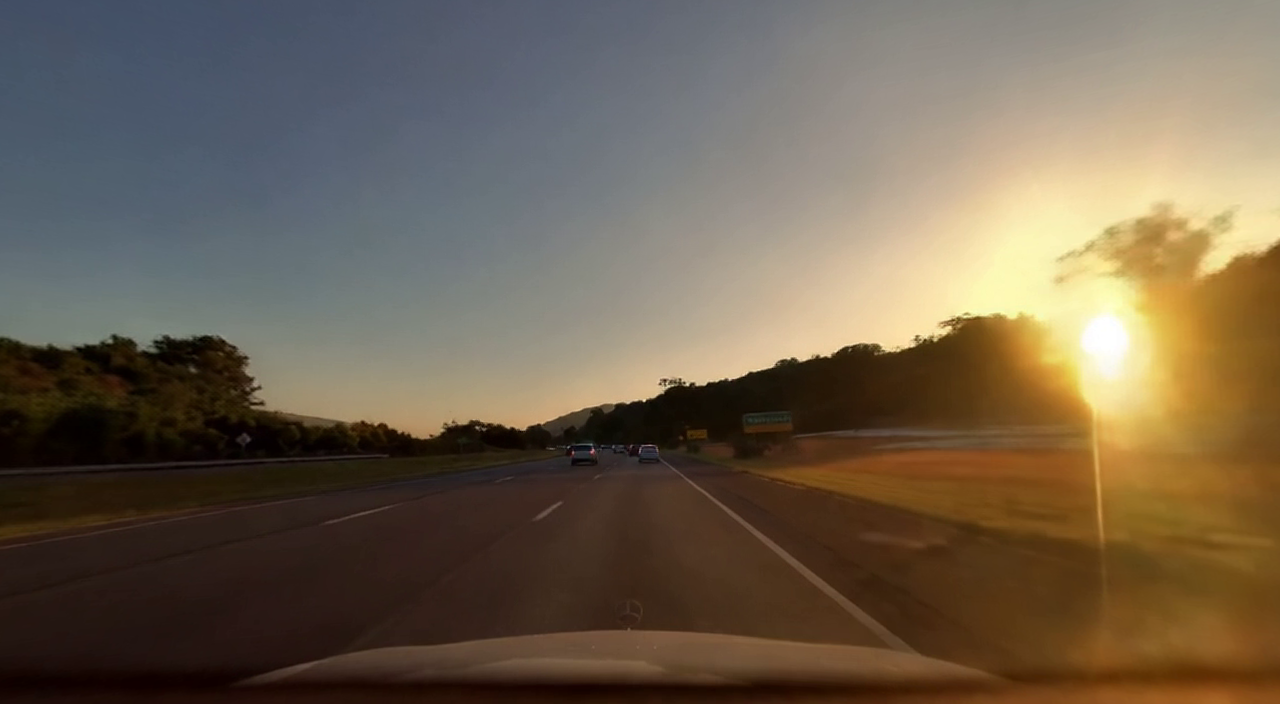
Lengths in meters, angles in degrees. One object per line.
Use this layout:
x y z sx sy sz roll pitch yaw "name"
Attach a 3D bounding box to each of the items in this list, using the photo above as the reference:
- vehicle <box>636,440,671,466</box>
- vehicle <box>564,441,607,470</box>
0.929 6.950 43.584 2.259 1.697 4.106 0 -8 1 "vehicle"
-3.180 6.162 37.724 2.028 1.634 4.441 0 -8 1 "vehicle"
